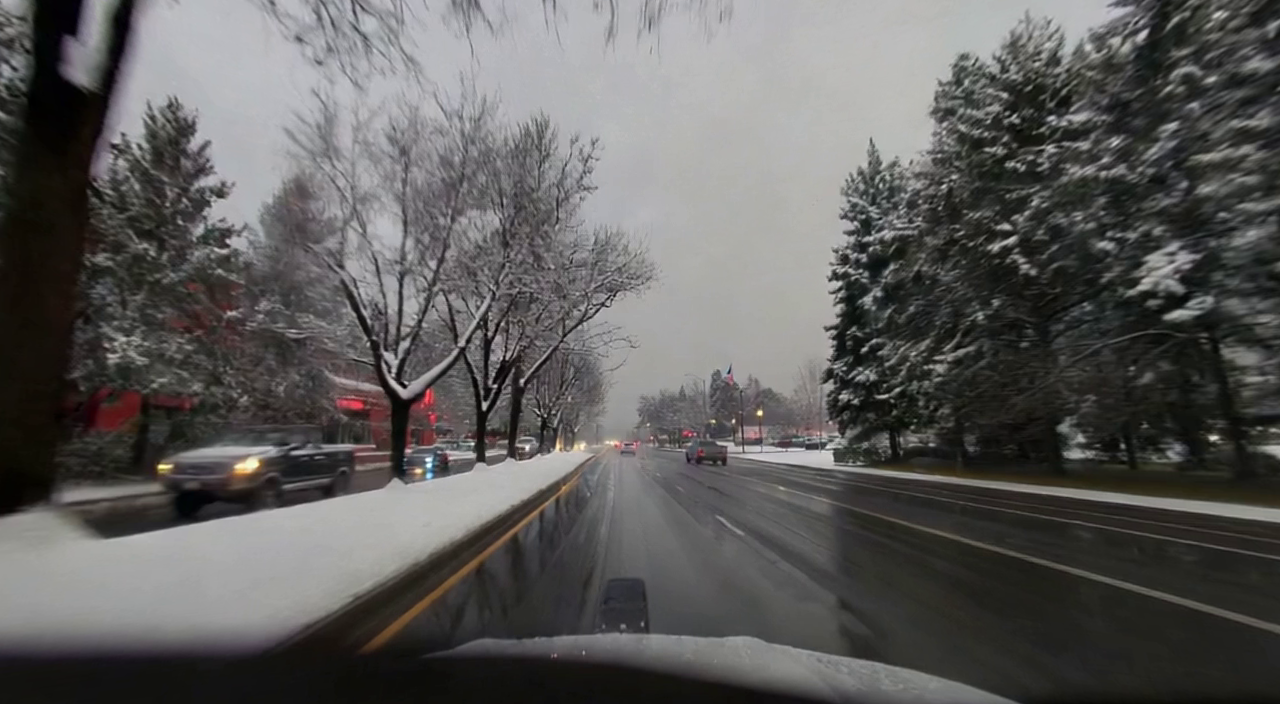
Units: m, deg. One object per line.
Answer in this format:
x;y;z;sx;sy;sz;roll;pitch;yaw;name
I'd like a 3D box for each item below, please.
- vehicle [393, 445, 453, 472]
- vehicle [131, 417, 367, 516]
-12.352;6.053;36.114;1.874;1.407;4.606;0;-8;-1;vehicle
-8.323;2.488;14.220;2.139;1.819;5.043;0;-8;-1;vehicle
